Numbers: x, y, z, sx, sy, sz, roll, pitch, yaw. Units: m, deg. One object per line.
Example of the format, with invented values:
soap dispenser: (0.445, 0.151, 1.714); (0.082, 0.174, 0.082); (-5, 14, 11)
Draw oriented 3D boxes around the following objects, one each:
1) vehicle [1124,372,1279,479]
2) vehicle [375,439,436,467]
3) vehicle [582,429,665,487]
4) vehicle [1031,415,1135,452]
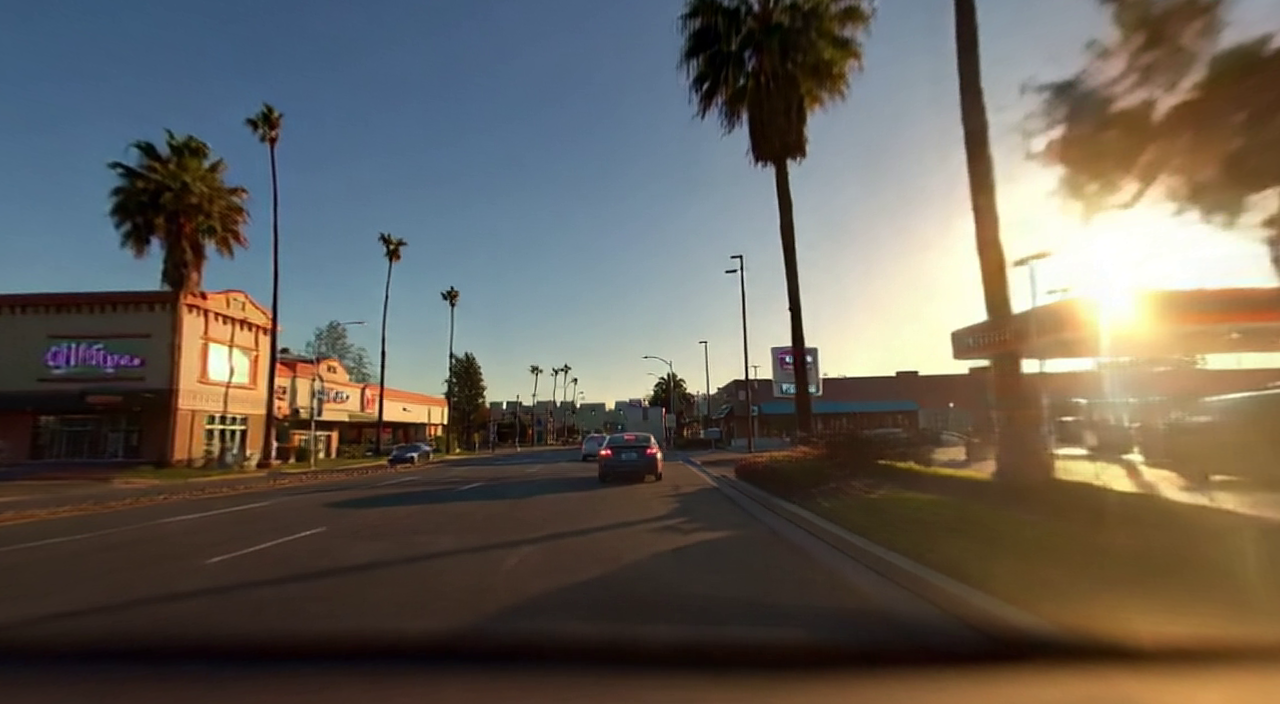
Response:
vehicle: (12.168, 1.371, 11.408); (5.061, 1.721, 2.162); (1, -8, -4)
vehicle: (-13.534, 5.848, 36.569); (1.923, 1.490, 4.372); (0, -8, -1)
vehicle: (-0.379, 3.056, 18.476); (2.145, 1.483, 4.453); (0, -8, 1)
vehicle: (22.110, 4.147, 31.598); (1.853, 1.698, 4.468); (1, -8, -2)
